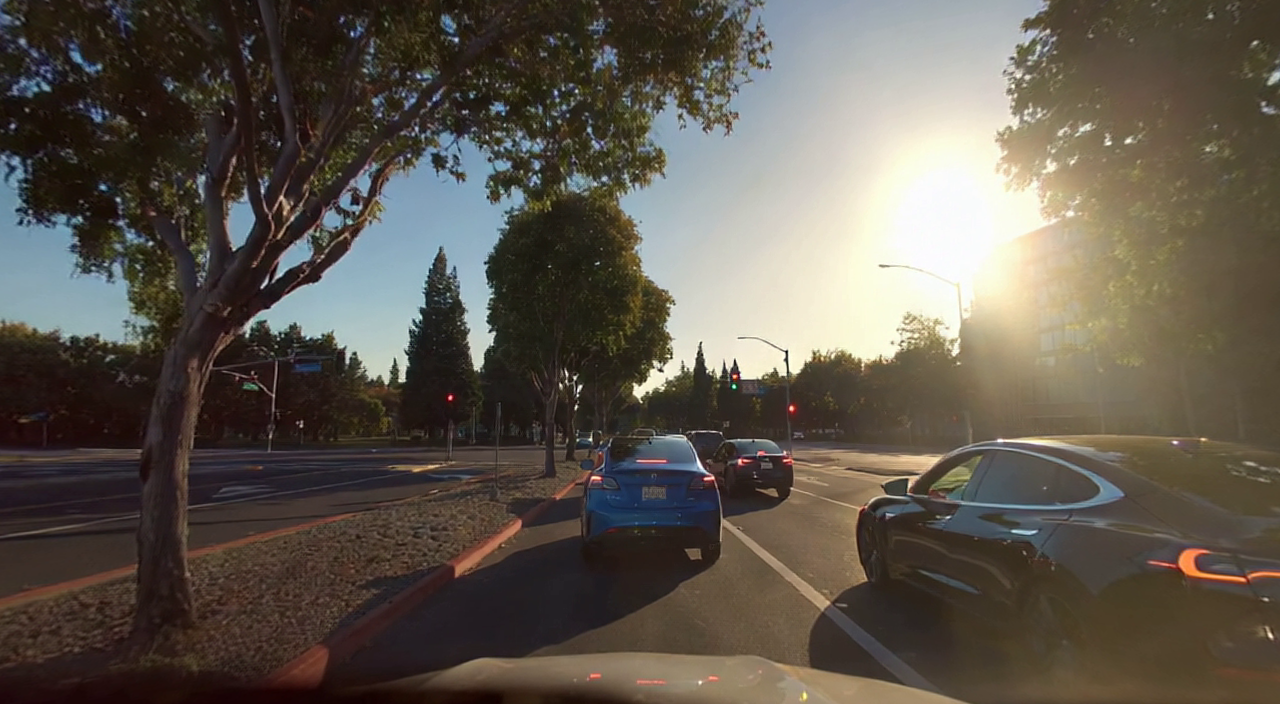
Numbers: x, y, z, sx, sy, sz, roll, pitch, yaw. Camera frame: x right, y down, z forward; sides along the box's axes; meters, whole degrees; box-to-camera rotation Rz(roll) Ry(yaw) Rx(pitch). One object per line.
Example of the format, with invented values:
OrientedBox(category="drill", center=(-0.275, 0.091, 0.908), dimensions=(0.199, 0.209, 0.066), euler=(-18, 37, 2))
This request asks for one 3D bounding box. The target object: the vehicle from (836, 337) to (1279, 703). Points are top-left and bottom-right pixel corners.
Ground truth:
OrientedBox(category="vehicle", center=(3.187, 1.104, 4.298), dimensions=(2.167, 1.676, 4.443), euler=(0, -8, -1))

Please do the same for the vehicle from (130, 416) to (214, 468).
OrientedBox(category="vehicle", center=(-29.293, 5.627, 39.687), dimensions=(2.608, 2.990, 3.026), euler=(2, -8, 2))

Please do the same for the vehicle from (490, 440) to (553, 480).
OrientedBox(category="vehicle", center=(-4.650, 4.292, 25.333), dimensions=(1.972, 1.457, 4.171), euler=(0, -8, -4))

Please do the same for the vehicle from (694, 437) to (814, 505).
OrientedBox(category="vehicle", center=(2.685, 2.927, 16.032), dimensions=(2.058, 1.466, 4.208), euler=(0, -8, -3))

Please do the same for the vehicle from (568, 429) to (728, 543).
OrientedBox(category="vehicle", center=(0.019, 2.106, 10.640), dimensions=(2.147, 1.499, 4.240), euler=(0, -8, -2))
